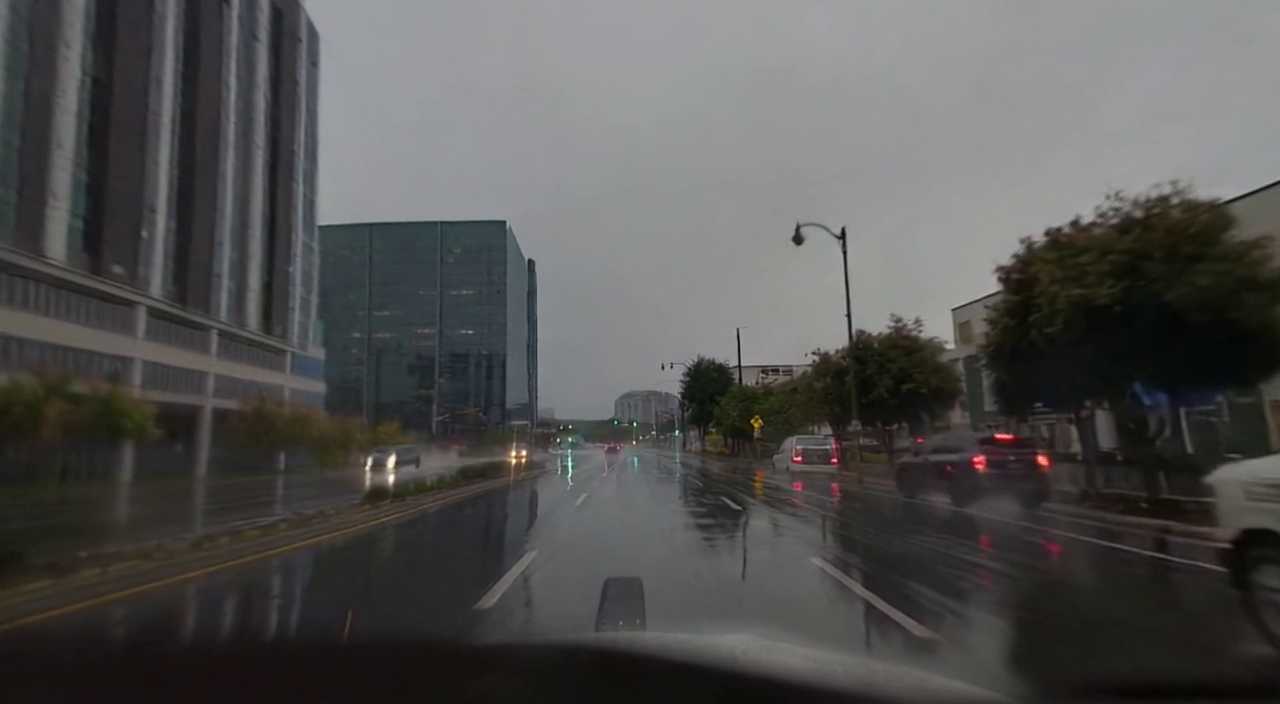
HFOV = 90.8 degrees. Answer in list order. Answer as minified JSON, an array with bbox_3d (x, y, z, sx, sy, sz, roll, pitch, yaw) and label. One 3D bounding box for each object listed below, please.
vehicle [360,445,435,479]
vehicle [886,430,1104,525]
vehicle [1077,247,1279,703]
[{"bbox_3d":[-11.409,5.202,30.087,1.834,1.482,4.349,0,-9,0],"label":"vehicle"},{"bbox_3d":[7.577,2.699,14.229,2.011,1.744,4.811,0,-9,-1],"label":"vehicle"},{"bbox_3d":[4.714,0.437,1.694,2.723,2.409,5.869,0,-9,-1],"label":"vehicle"}]
